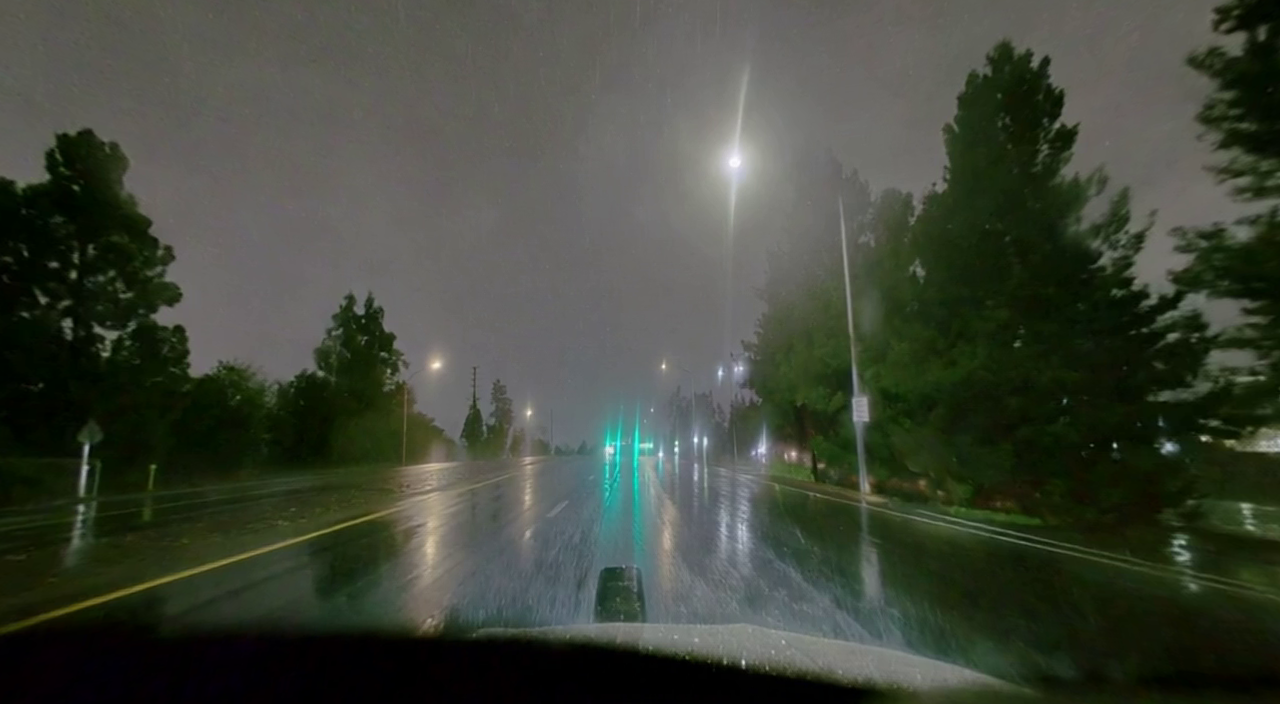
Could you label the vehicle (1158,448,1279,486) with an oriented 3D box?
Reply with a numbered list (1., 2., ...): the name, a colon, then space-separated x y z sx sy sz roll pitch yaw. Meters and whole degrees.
1. vehicle: 36.461 7.118 39.265 6.443 2.084 2.514 -1 -9 -5
